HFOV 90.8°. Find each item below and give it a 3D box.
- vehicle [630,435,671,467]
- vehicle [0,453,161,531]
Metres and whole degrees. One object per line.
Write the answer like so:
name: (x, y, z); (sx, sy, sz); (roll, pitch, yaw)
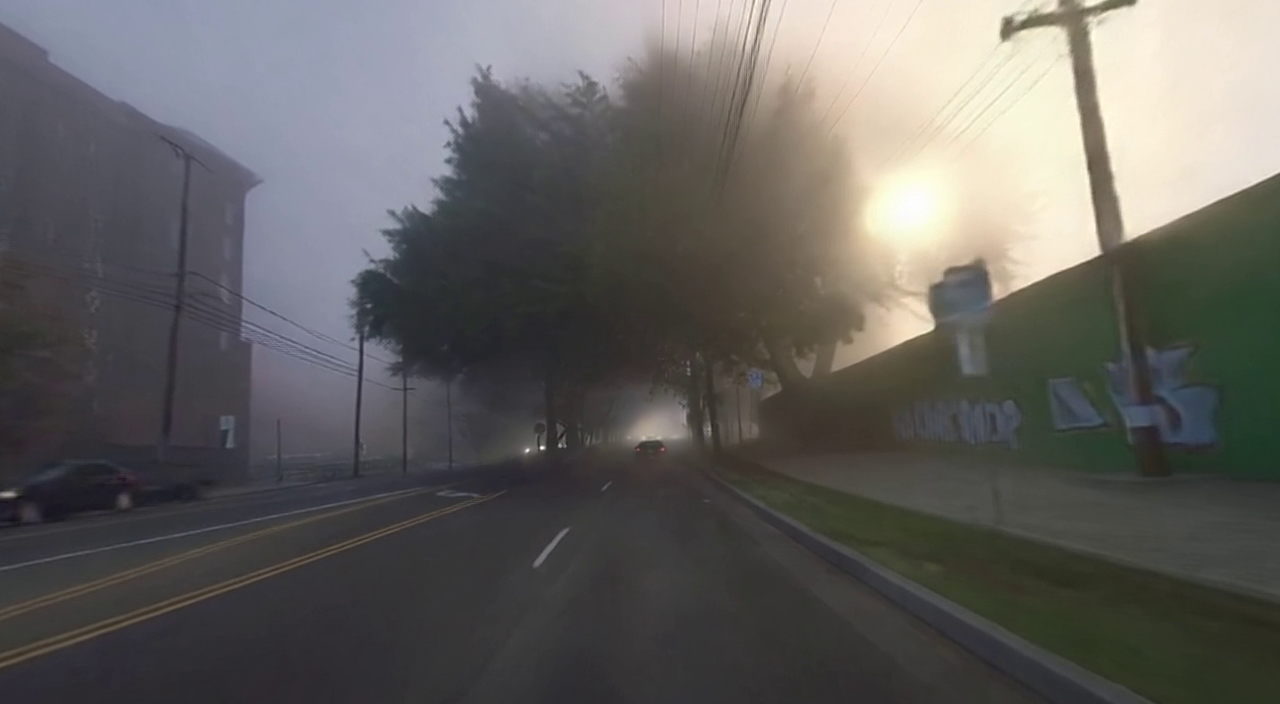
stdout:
vehicle: (0.616, 5.309, 34.109); (2.105, 1.611, 3.750); (0, -8, 2)
vehicle: (-15.860, 3.762, 17.335); (1.952, 1.698, 4.493); (-5, -8, 1)
